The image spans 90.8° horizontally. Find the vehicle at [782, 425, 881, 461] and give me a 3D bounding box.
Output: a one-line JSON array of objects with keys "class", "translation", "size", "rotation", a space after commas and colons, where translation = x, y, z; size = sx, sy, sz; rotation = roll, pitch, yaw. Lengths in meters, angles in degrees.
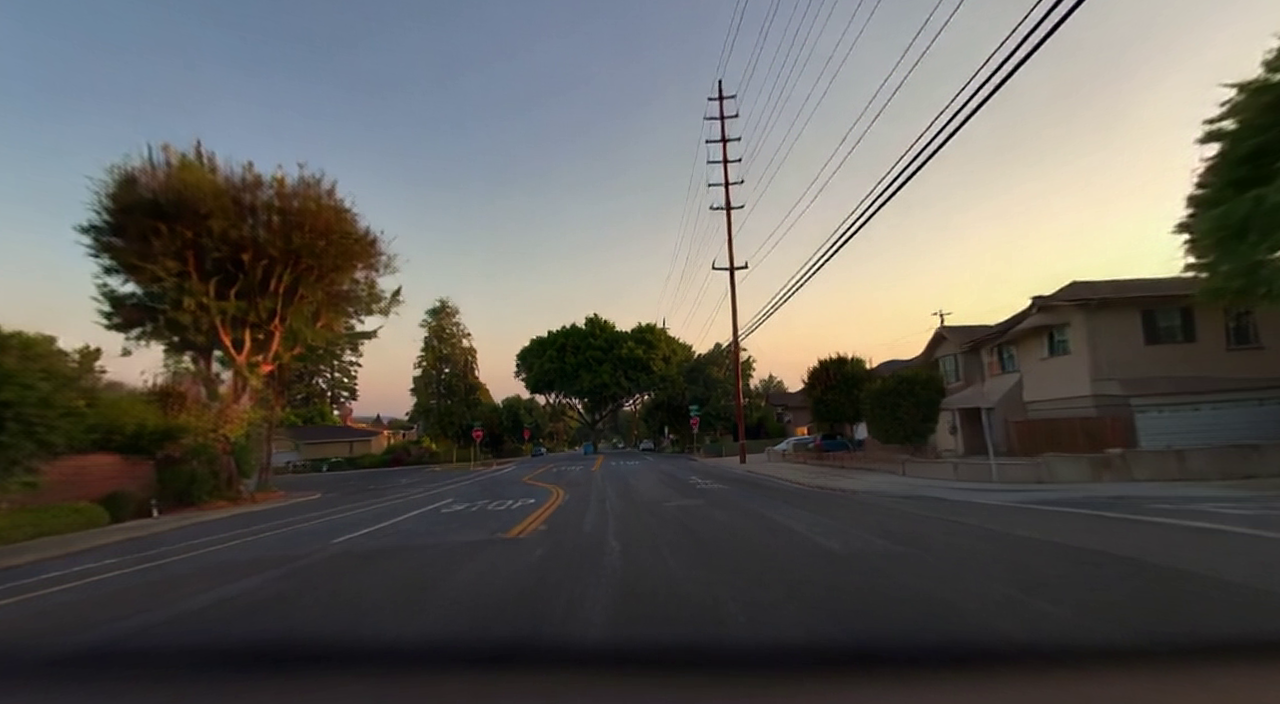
[{"class": "vehicle", "translation": [10.140, 4.875, 33.779], "size": [4.544, 1.807, 2.204], "rotation": [-1, -9, 2]}]
